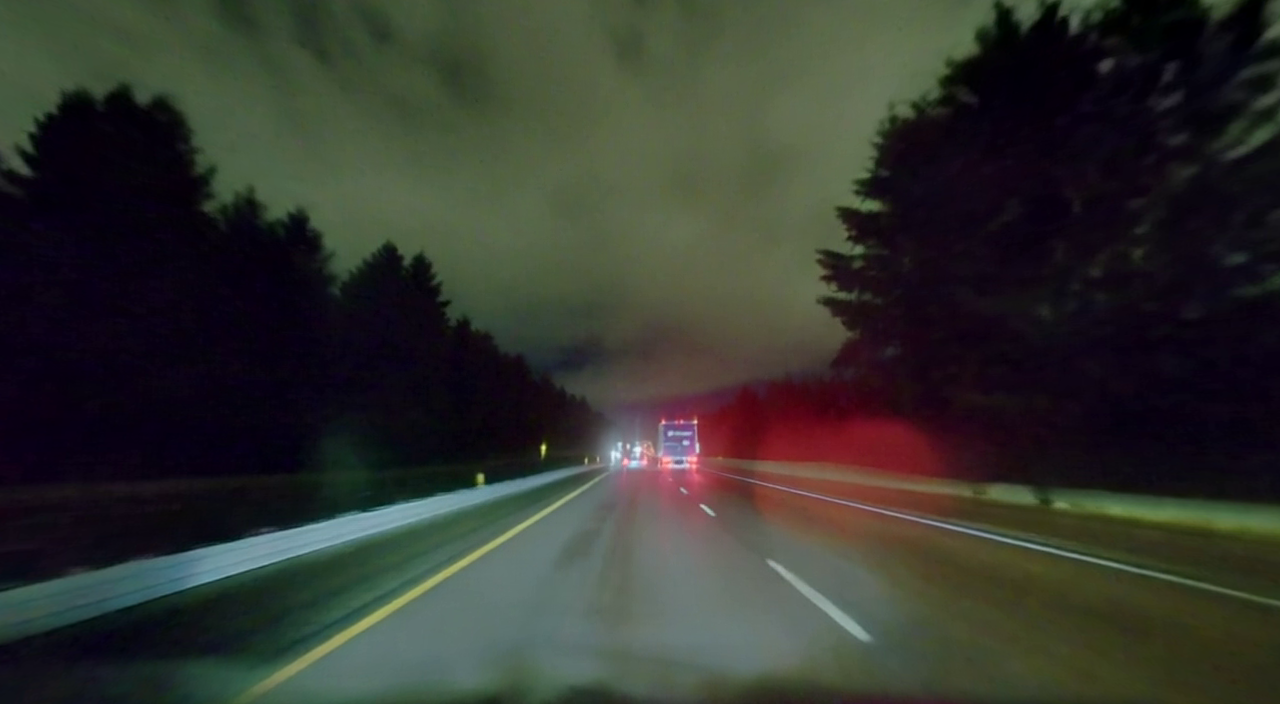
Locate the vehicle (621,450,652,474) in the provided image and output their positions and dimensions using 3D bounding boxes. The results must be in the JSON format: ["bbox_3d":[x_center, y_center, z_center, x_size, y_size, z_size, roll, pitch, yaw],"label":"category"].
[{"bbox_3d":[-0.221,7.546,43.142,2.057,1.528,3.958,-1,-9,0],"label":"vehicle"}]
